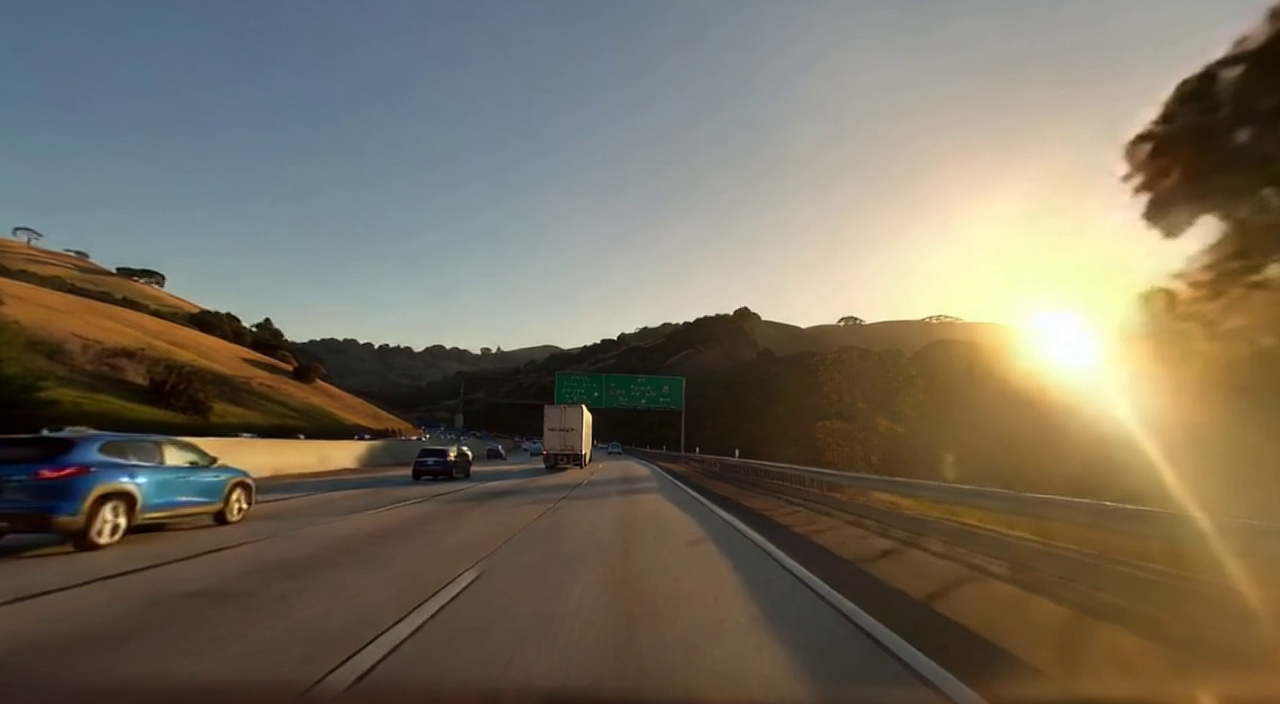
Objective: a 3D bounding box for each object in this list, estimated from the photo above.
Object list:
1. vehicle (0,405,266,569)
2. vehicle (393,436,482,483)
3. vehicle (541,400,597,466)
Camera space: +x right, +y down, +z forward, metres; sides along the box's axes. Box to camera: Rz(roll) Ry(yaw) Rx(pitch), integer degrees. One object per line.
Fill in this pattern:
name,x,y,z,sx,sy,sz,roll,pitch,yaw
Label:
vehicle,-7.669,1.757,8.924,2.081,1.740,4.268,0,-9,-1
vehicle,-7.951,4.262,25.237,2.099,1.644,4.638,0,-9,-1
vehicle,-4.872,6.067,46.005,2.880,4.025,14.064,1,-9,-2
